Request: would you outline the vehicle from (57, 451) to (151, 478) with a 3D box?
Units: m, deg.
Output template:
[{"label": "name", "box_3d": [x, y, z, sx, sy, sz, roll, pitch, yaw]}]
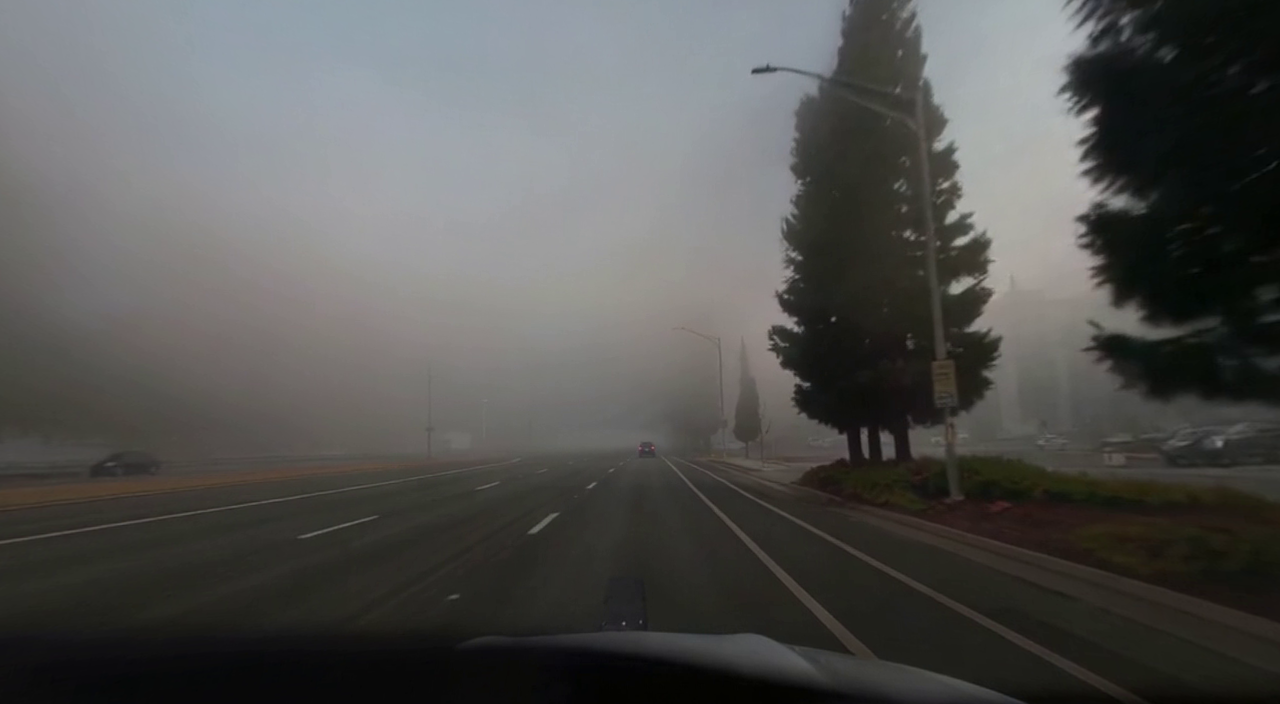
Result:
[{"label": "vehicle", "box_3d": [-38.148, 7.973, 45.132, 2.022, 1.736, 5.218, 0, -8, 2]}]
